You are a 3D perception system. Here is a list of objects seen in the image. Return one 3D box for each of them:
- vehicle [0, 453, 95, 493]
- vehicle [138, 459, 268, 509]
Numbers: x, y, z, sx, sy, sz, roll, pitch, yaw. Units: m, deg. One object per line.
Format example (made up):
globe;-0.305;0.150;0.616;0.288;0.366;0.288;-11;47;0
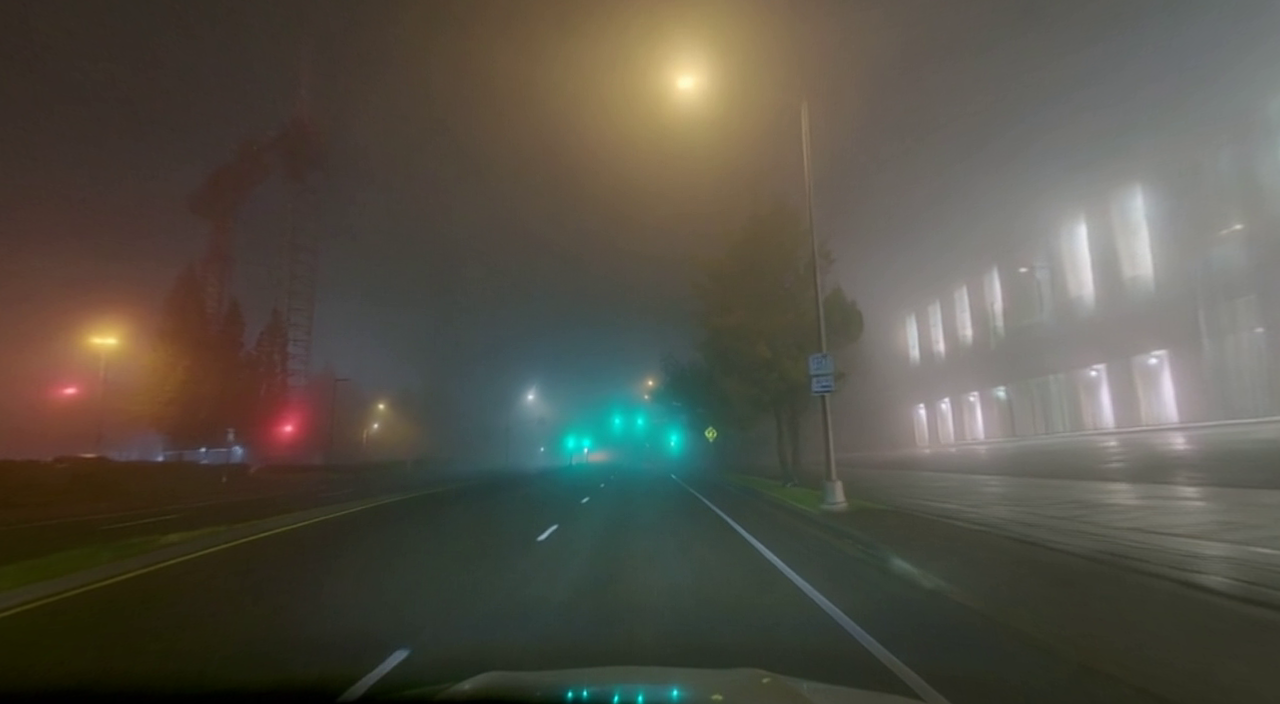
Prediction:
vehicle;-25.083;4.932;25.695;3.850;1.453;1.895;-1;-8;-1
vehicle;-17.023;5.123;24.888;1.921;1.541;4.541;-2;-8;0
